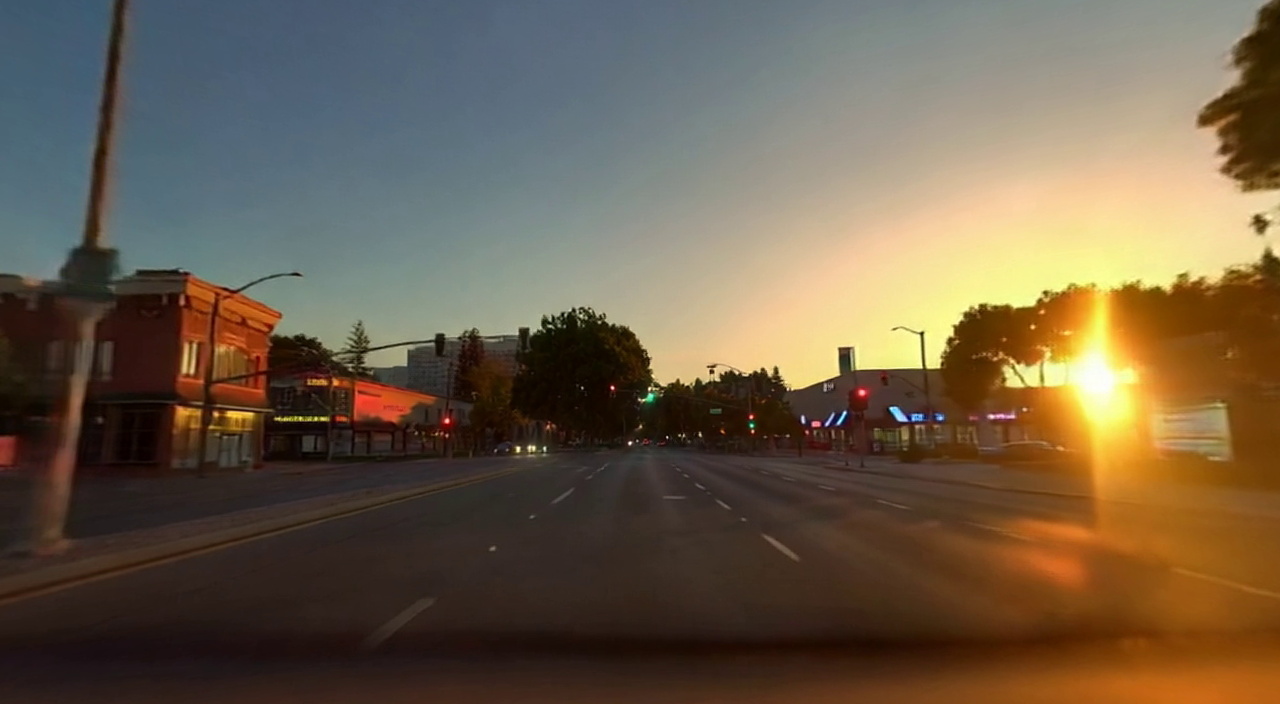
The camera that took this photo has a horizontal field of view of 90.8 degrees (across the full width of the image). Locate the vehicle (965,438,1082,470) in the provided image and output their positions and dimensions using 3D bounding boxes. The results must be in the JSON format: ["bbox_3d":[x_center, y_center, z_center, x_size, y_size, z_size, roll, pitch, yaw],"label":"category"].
[{"bbox_3d":[18.860,5.014,31.212,4.545,1.511,1.935,0,-8,-3],"label":"vehicle"}]

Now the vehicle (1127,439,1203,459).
[{"bbox_3d":[41.311,7.657,49.781,4.157,1.552,1.953,0,-8,2],"label":"vehicle"}]
